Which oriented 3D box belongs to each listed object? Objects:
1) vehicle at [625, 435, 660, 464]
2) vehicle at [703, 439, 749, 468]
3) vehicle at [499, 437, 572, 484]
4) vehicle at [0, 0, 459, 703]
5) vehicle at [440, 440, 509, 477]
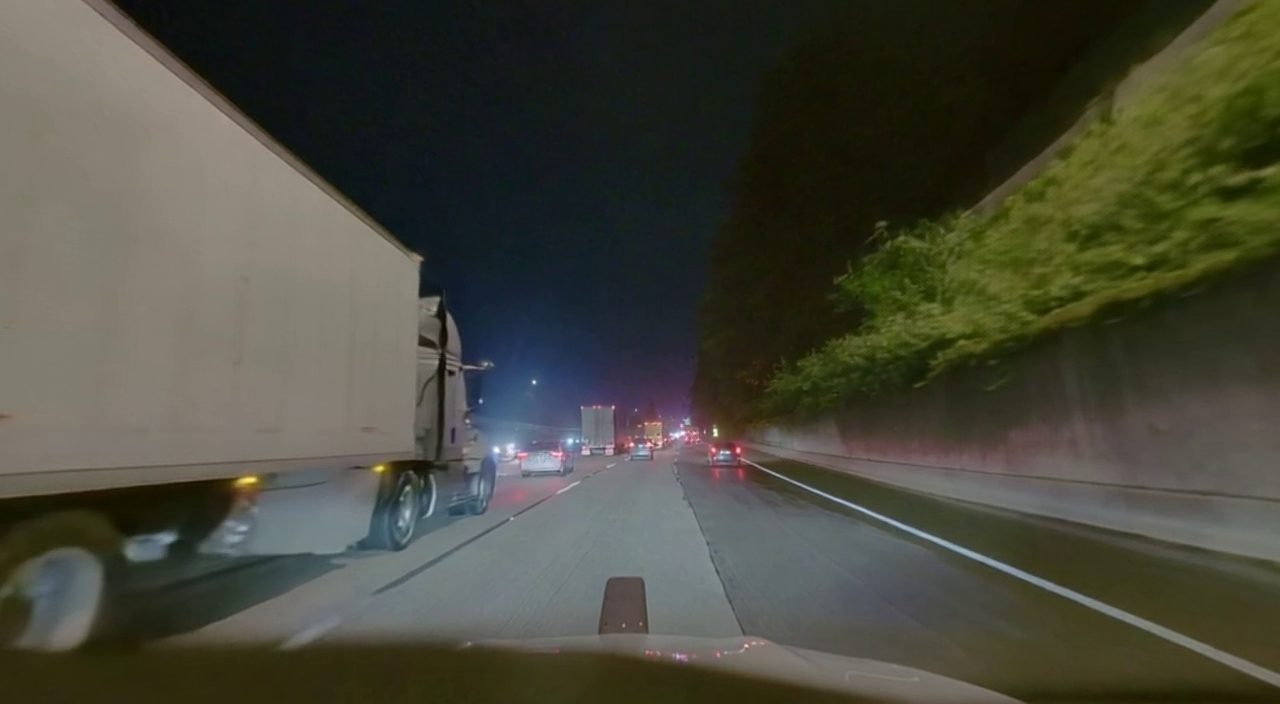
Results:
[{"bbox_3d":[0.174,6.634,43.121,2.325,1.864,4.128,0,-8,0],"label":"vehicle"},{"bbox_3d":[4.701,5.588,34.942,2.176,1.493,3.955,-1,-8,3],"label":"vehicle"},{"bbox_3d":[-3.803,4.024,23.773,1.866,1.568,4.603,0,-8,2],"label":"vehicle"},{"bbox_3d":[-3.950,0.173,3.741,3.123,3.341,7.669,-1,-8,3],"label":"vehicle"},{"bbox_3d":[-7.525,4.874,29.059,1.967,1.555,4.161,0,-8,1],"label":"vehicle"}]
